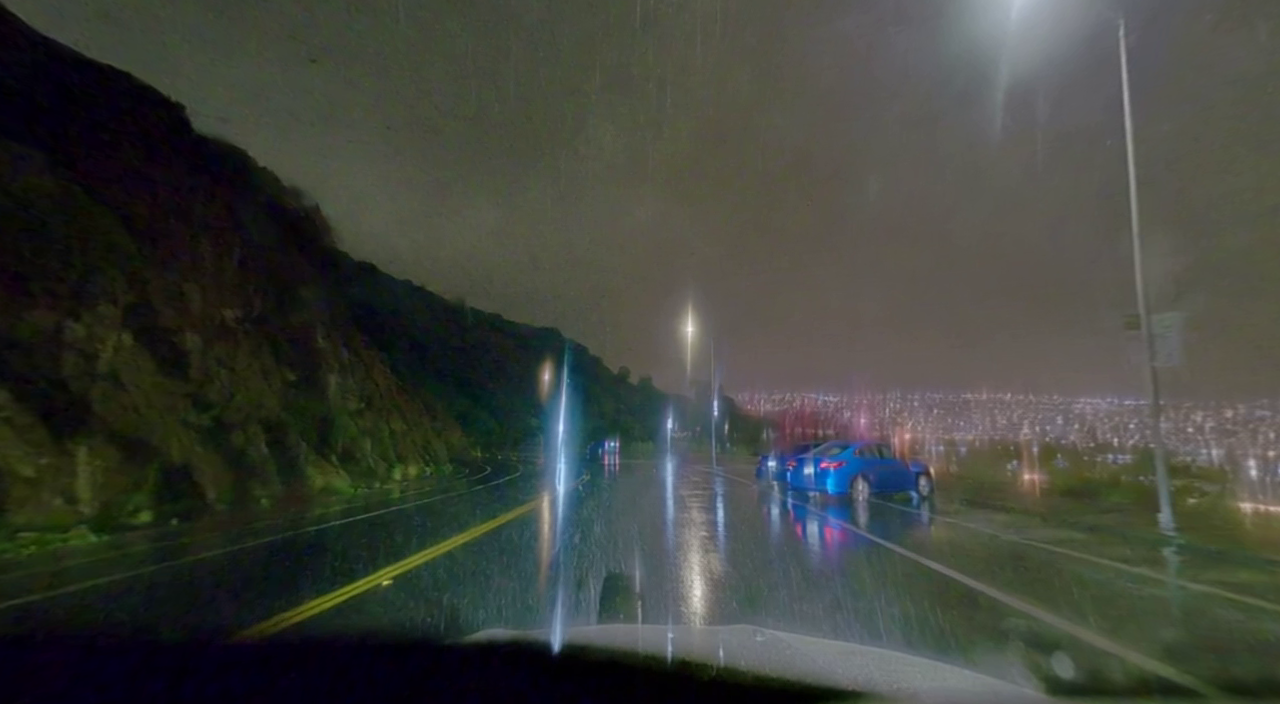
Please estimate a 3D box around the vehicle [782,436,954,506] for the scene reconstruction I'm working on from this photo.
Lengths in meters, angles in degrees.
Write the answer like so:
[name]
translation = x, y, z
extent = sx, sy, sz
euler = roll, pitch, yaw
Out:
[vehicle]
translation = 5.915, 2.946, 16.152
extent = 4.609, 1.505, 2.061
euler = 7, -11, -40
